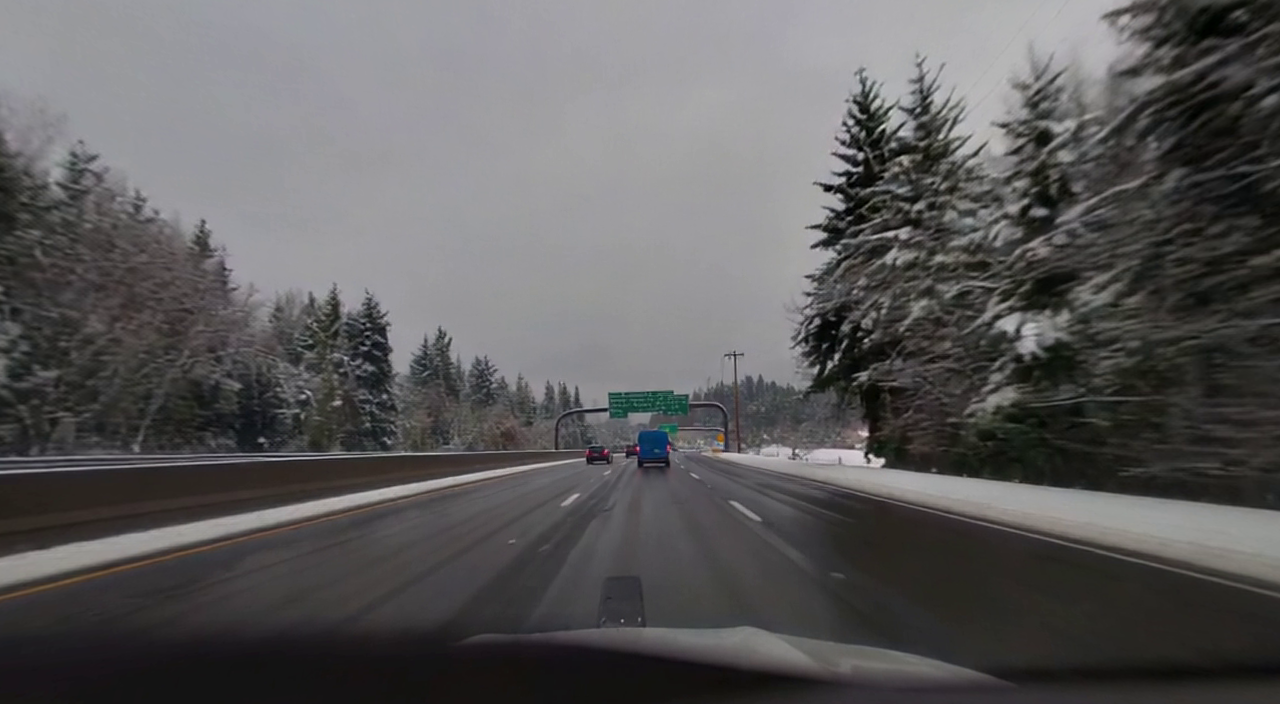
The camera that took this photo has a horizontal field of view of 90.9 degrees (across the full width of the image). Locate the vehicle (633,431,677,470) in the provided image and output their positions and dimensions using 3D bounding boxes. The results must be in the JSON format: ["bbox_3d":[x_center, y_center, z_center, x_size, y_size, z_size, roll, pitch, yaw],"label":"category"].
[{"bbox_3d":[0.825,5.448,34.805,2.261,1.969,5.104,0,-9,2],"label":"vehicle"}]

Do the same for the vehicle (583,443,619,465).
[{"bbox_3d":[-2.594,6.959,43.038,1.996,1.433,4.316,-1,-9,3],"label":"vehicle"}]
